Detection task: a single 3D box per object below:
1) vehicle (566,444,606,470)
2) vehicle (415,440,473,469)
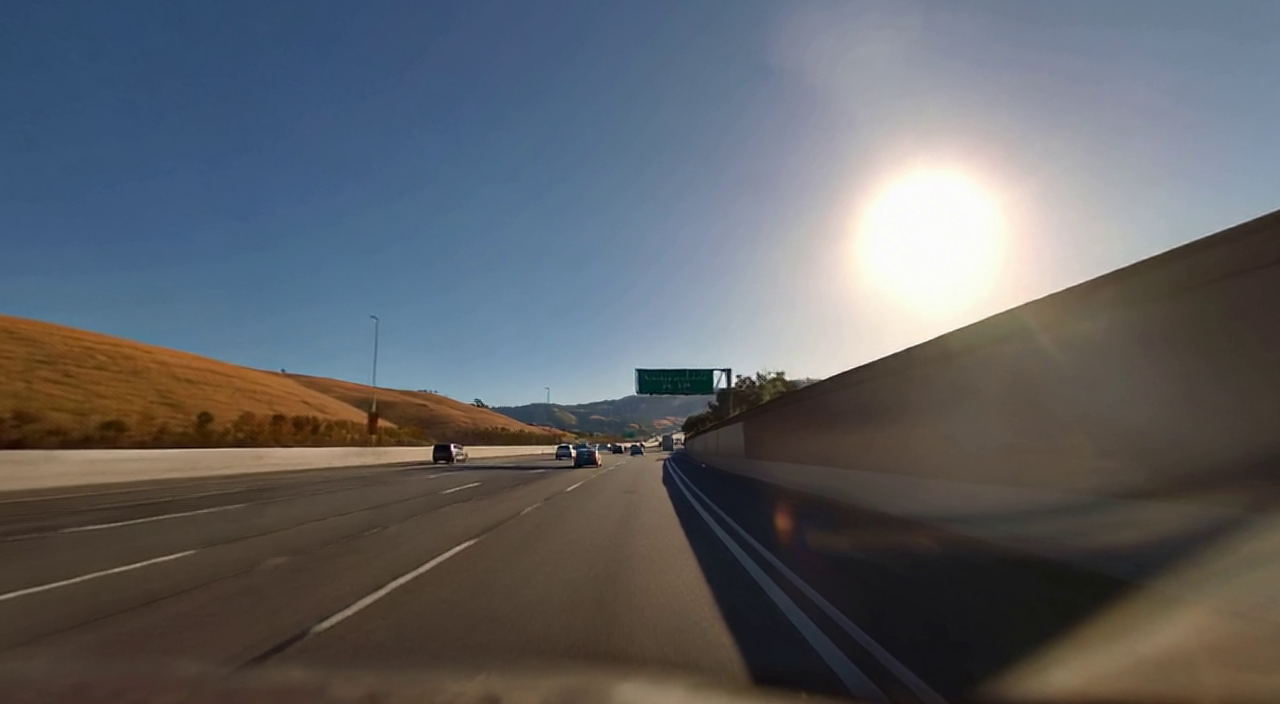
[{"bbox_3d":[-3.231,6.394,38.562,1.931,1.492,4.076,-1,-8,2],"label":"vehicle"},{"bbox_3d":[-12.671,6.631,41.223,2.076,1.766,4.831,0,-8,2],"label":"vehicle"}]
